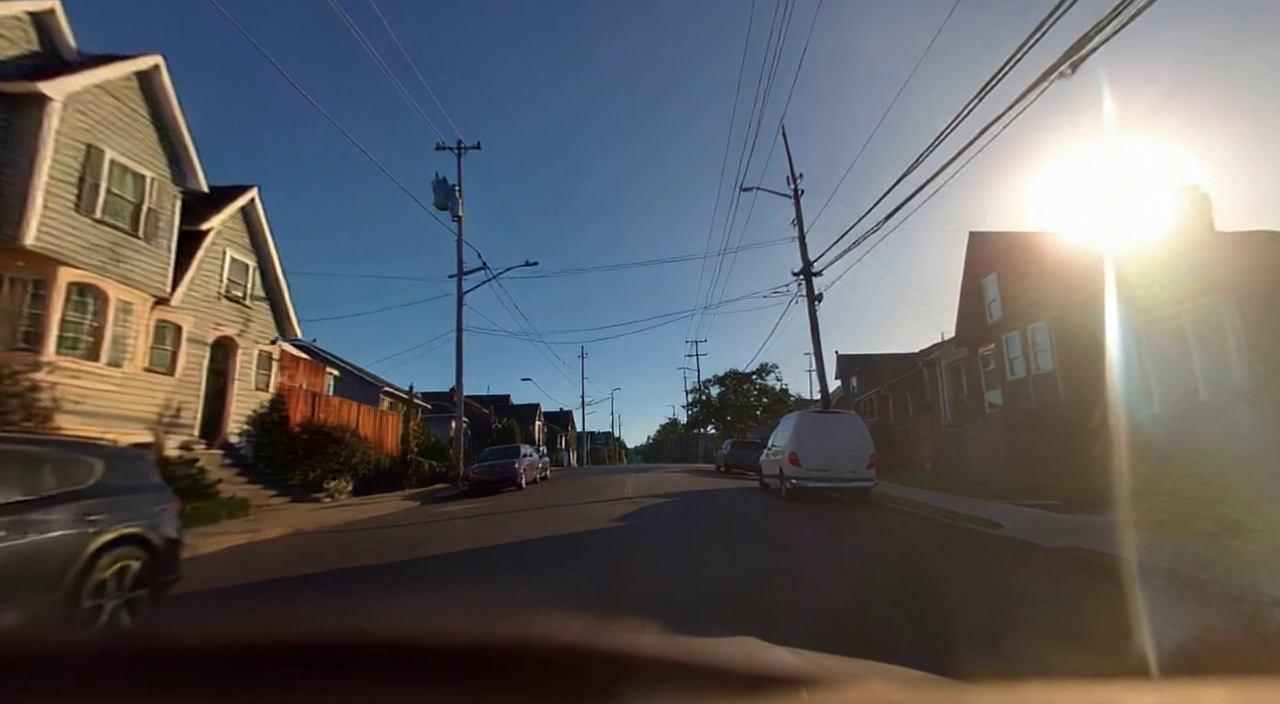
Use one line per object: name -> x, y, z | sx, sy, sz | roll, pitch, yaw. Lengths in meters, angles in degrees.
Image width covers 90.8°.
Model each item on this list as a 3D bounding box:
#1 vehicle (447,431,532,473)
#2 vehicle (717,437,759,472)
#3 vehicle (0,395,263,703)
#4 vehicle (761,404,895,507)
vehicle -> -7.514, 5.000, 31.794 | 3.684, 1.628, 1.792 | 5, -5, 3
vehicle -> 5.344, 5.627, 34.993 | 1.961, 1.777, 4.189 | 0, -8, 4
vehicle -> -3.972, 0.933, 2.620 | 1.960, 1.507, 4.542 | -1, -6, 1
vehicle -> 4.581, 2.573, 16.180 | 2.343, 2.229, 4.199 | 0, -8, 3
